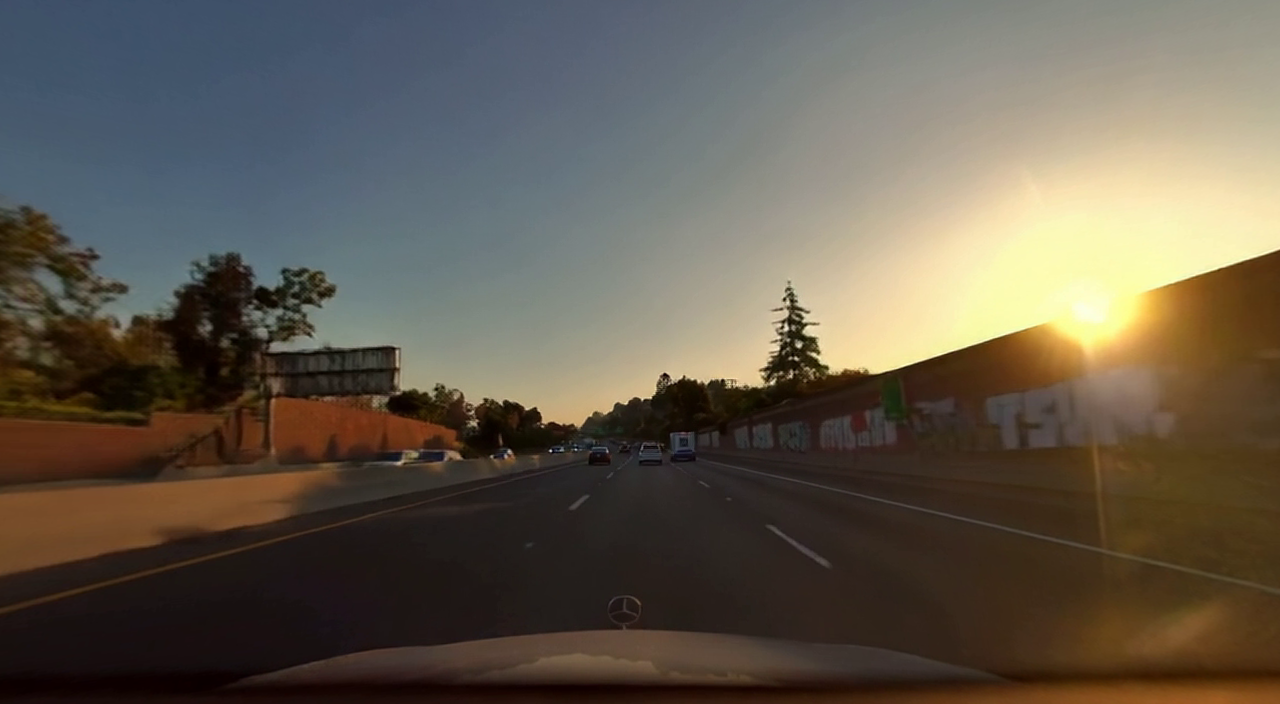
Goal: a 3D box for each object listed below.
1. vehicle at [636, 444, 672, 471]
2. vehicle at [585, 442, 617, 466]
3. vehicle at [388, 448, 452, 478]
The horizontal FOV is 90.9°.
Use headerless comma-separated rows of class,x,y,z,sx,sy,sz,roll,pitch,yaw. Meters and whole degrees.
vehicle,0.786,6.280,37.759,2.009,1.506,4.091,0,-9,0
vehicle,-2.842,7.635,47.181,2.095,1.671,4.193,0,-9,1
vehicle,-11.980,6.062,34.697,1.844,1.492,4.446,0,-9,1
